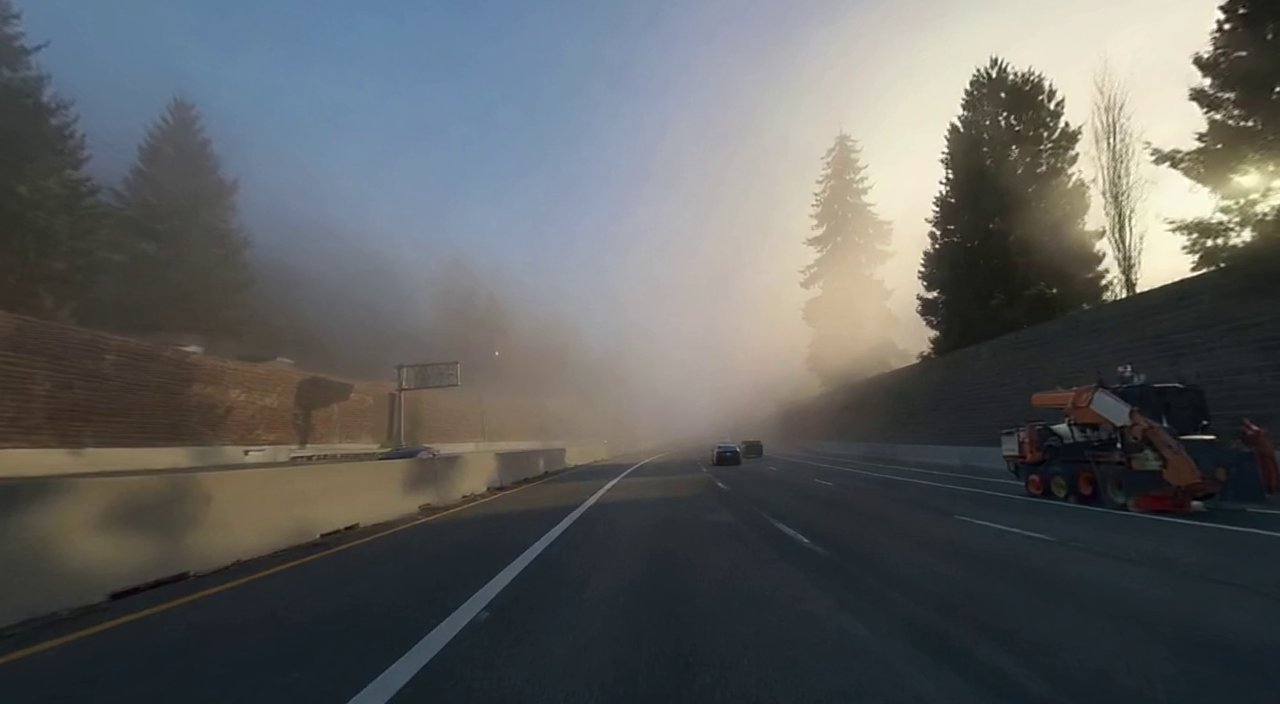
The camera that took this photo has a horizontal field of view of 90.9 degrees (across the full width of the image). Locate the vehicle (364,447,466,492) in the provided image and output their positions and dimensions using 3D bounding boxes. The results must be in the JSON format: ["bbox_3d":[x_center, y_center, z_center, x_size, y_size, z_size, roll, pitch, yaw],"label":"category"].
[{"bbox_3d":[-8.323,4.367,23.882,1.904,1.458,4.723,-1,-8,3],"label":"vehicle"}]

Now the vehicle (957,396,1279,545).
[{"bbox_3d":[8.065,1.940,11.019,2.188,1.924,5.511,0,-8,1],"label":"vehicle"}]

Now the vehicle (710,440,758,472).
[{"bbox_3d":[4.686,5.244,32.064,1.926,1.477,4.080,-1,-8,2],"label":"vehicle"}]
